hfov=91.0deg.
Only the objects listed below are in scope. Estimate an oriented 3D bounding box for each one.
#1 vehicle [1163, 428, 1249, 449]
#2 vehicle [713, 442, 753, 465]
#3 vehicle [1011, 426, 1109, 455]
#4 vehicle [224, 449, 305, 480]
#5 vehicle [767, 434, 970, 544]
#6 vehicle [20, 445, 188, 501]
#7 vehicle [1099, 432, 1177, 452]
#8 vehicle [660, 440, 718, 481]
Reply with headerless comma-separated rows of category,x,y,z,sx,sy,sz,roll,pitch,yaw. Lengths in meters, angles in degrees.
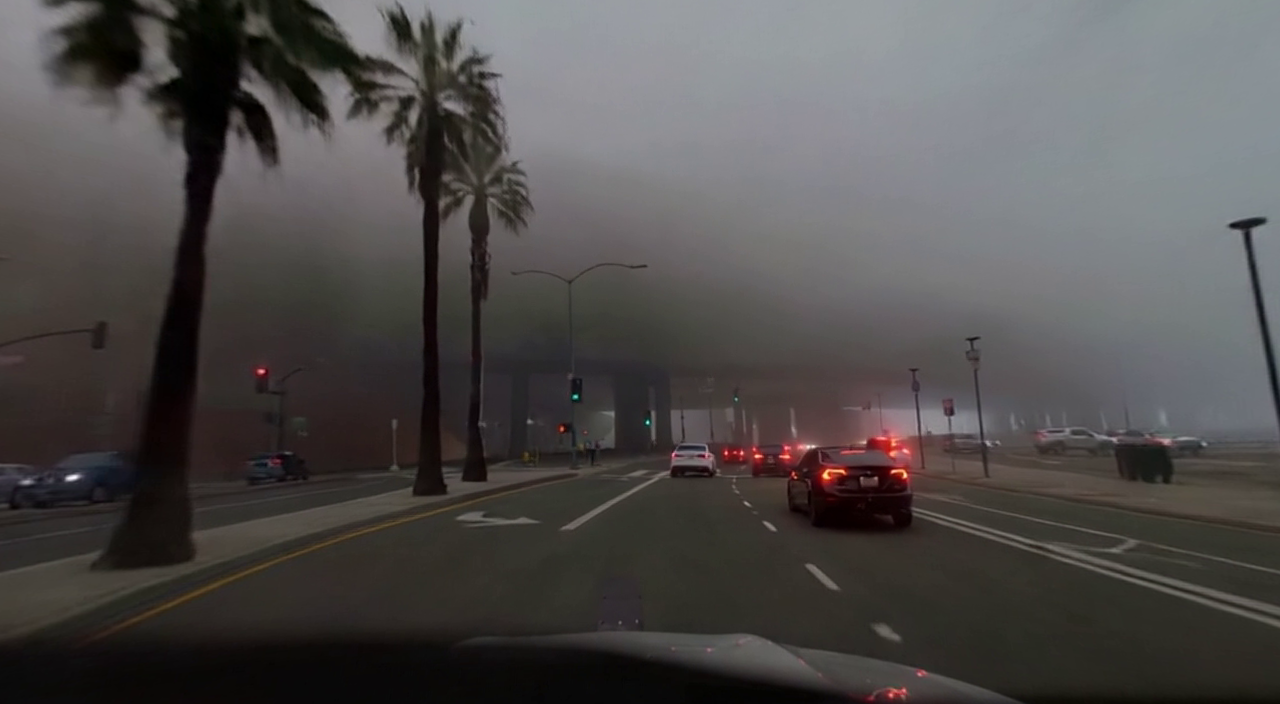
vehicle,43.328,6.665,48.196,5.097,1.557,1.900,1,-8,-8
vehicle,6.595,7.098,44.215,2.134,1.492,4.674,-2,-9,15
vehicle,30.601,6.452,45.956,5.771,2.019,2.293,1,-9,-8
vehicle,-23.041,6.880,38.853,2.106,1.791,4.618,0,-9,-1
vehicle,3.687,2.290,11.307,2.051,1.509,4.933,-1,-9,3
vehicle,-18.996,4.258,22.698,2.040,1.749,4.796,0,-9,-4
vehicle,37.229,6.717,47.040,4.535,1.480,1.882,1,-9,-9
vehicle,2.101,4.422,25.918,2.077,1.518,3.760,-1,-9,9
